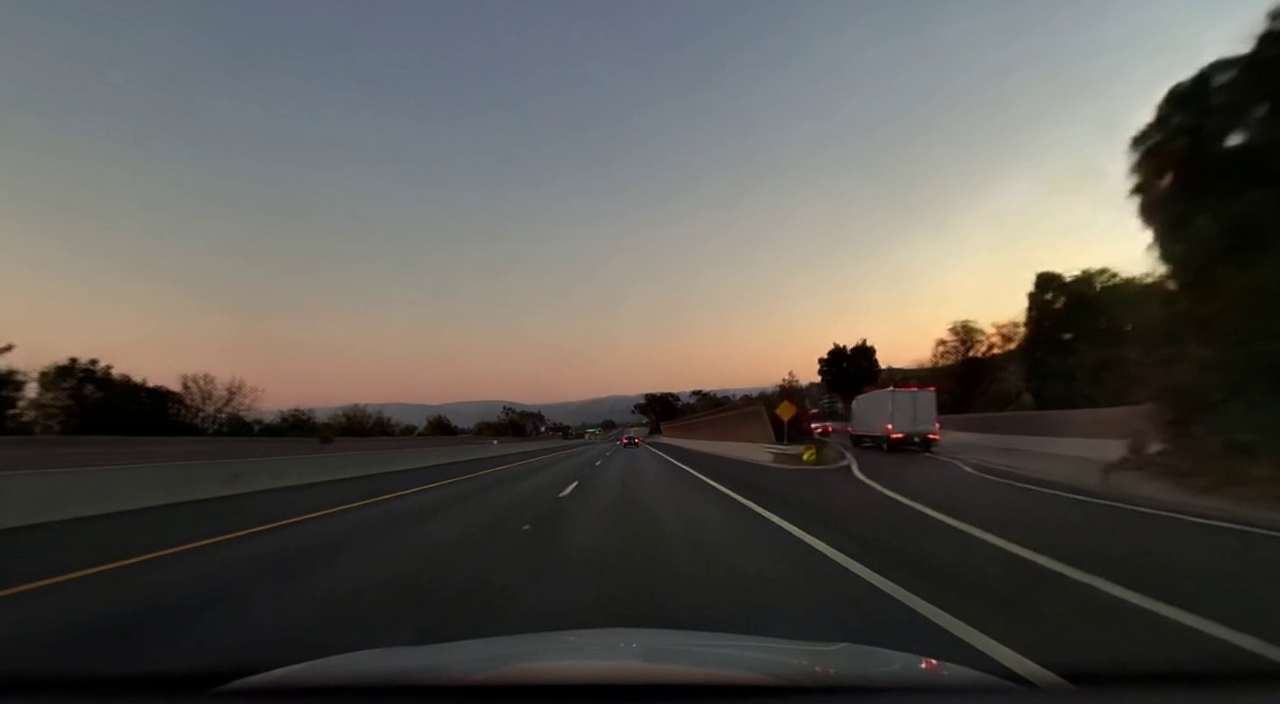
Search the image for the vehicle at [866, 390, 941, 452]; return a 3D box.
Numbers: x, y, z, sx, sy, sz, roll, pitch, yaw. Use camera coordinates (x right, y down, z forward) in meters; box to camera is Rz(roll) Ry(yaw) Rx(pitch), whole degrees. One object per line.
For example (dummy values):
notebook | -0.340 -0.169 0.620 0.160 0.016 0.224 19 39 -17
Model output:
vehicle | 19.794 5.455 48.373 3.187 4.063 13.741 -2 -8 14
